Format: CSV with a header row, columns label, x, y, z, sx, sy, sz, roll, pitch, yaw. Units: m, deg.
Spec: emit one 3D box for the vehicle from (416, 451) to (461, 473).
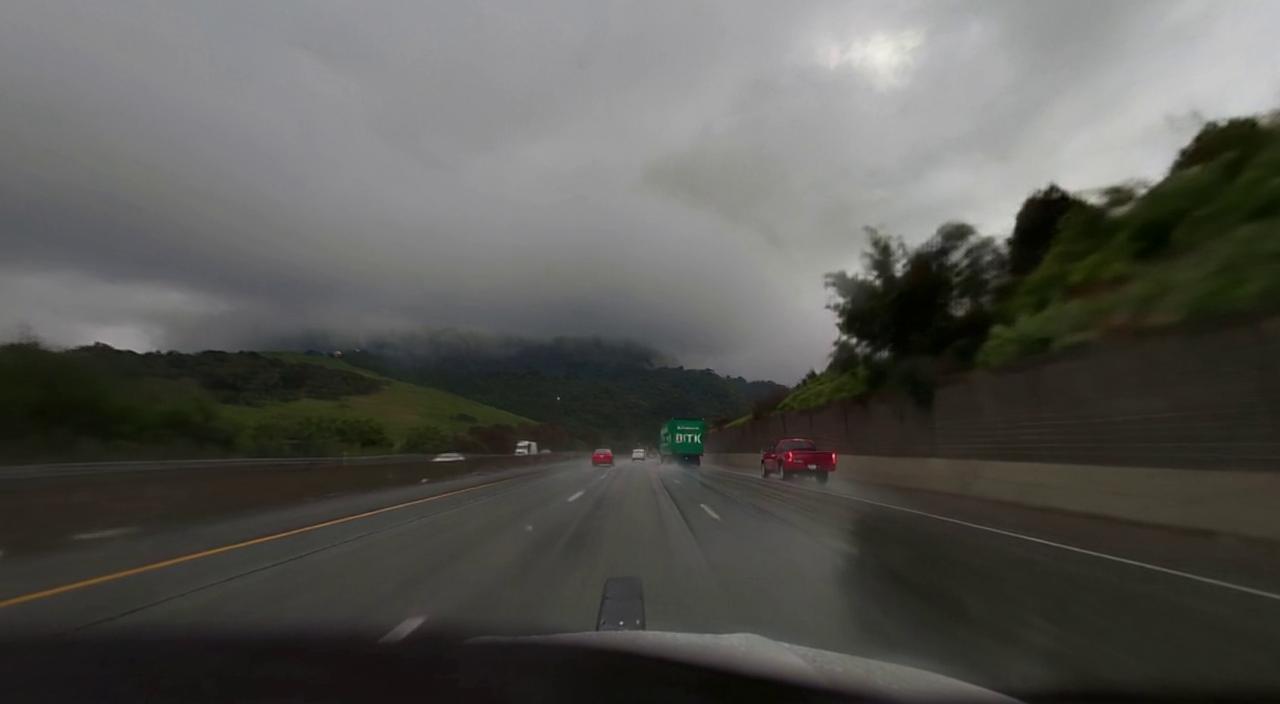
label,x,y,z,sx,sy,sz,roll,pitch,yaw
vehicle,-14.090,7.668,44.299,1.790,1.443,3.847,0,-9,1
